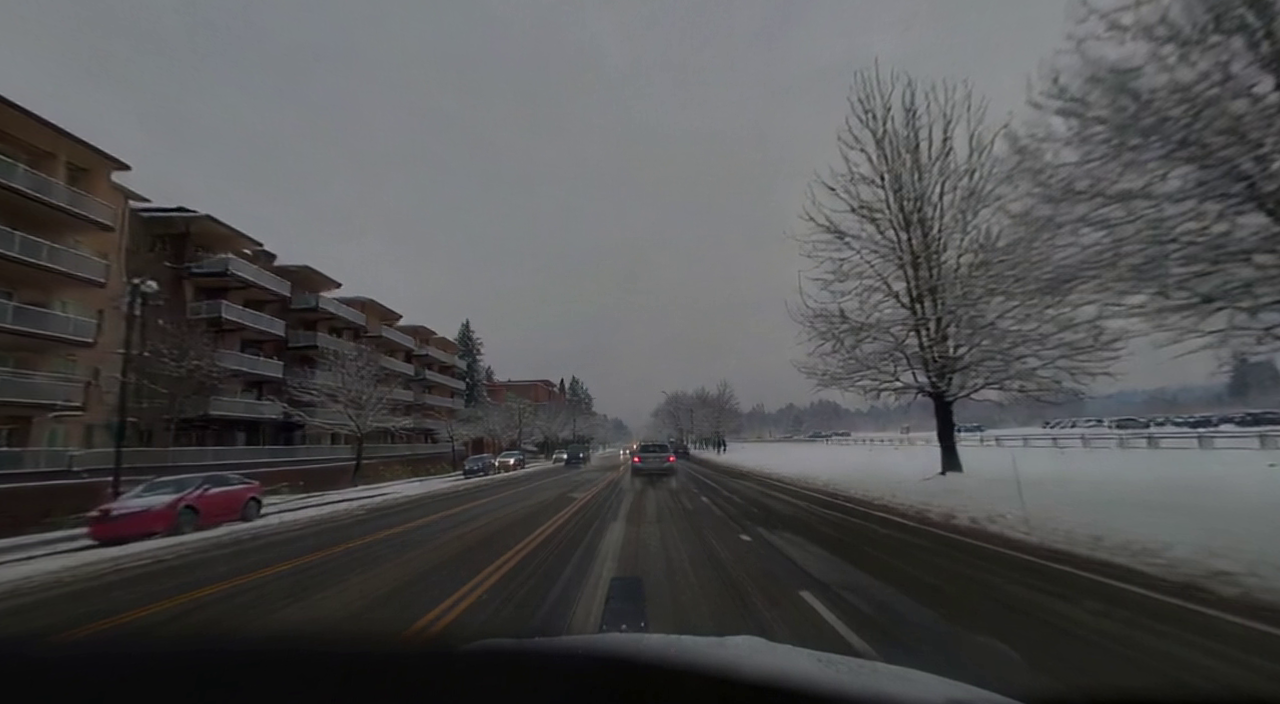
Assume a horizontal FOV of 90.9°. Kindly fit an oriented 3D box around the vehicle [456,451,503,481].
[{"bbox_3d":[-10.087,7.173,39.866,1.932,1.607,4.191,-4,-8,-2],"label":"vehicle"}]

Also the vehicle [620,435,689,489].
[{"bbox_3d":[0.421,3.686,21.385,2.132,1.632,3.838,-1,-8,-1],"label":"vehicle"}]

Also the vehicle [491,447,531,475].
[{"bbox_3d":[-9.963,8.440,48.987,2.032,1.833,4.465,-4,-8,1],"label":"vehicle"}]

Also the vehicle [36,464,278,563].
[{"bbox_3d":[-10.440,3.451,14.149,1.955,1.467,4.467,-7,-9,0],"label":"vehicle"}]
